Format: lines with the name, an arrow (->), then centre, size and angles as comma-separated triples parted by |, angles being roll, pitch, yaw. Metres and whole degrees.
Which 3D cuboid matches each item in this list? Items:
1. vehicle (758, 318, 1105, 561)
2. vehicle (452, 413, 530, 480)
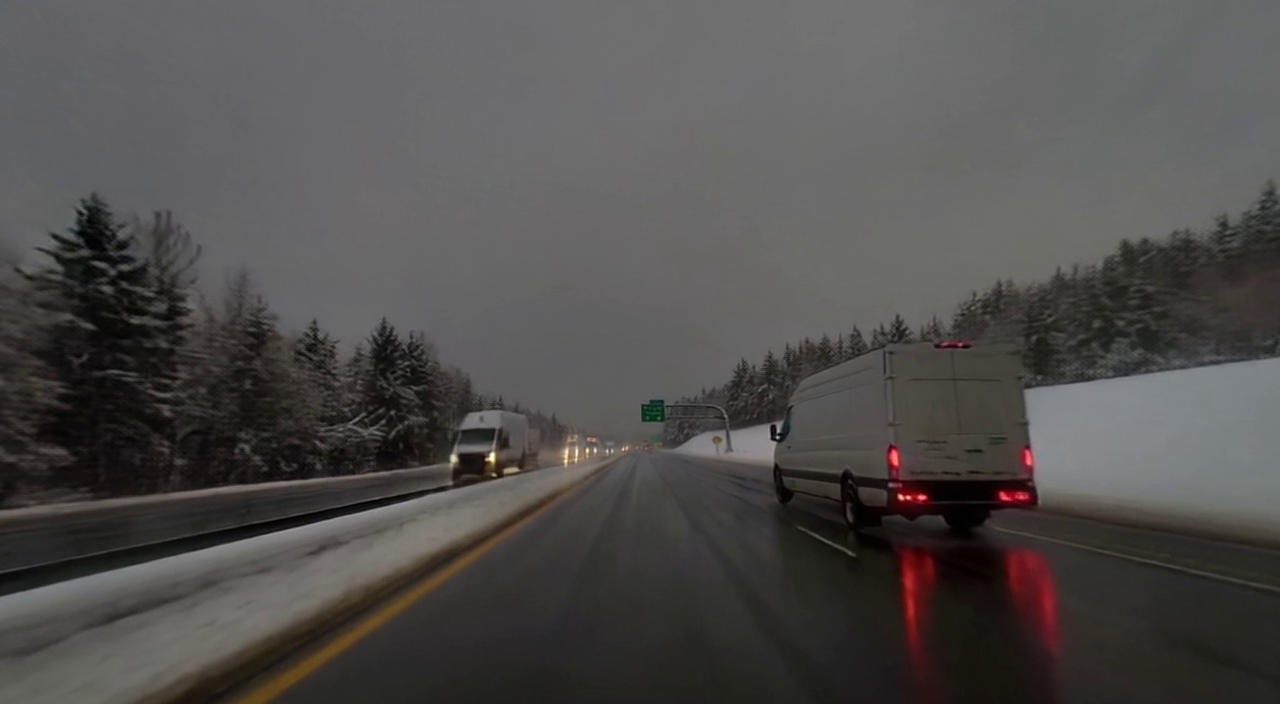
vehicle -> 3.994, 1.497, 10.704 | 2.449, 2.805, 6.763 | 0, -9, -2
vehicle -> -8.593, 5.605, 37.277 | 2.965, 3.546, 7.119 | -1, -9, -1
